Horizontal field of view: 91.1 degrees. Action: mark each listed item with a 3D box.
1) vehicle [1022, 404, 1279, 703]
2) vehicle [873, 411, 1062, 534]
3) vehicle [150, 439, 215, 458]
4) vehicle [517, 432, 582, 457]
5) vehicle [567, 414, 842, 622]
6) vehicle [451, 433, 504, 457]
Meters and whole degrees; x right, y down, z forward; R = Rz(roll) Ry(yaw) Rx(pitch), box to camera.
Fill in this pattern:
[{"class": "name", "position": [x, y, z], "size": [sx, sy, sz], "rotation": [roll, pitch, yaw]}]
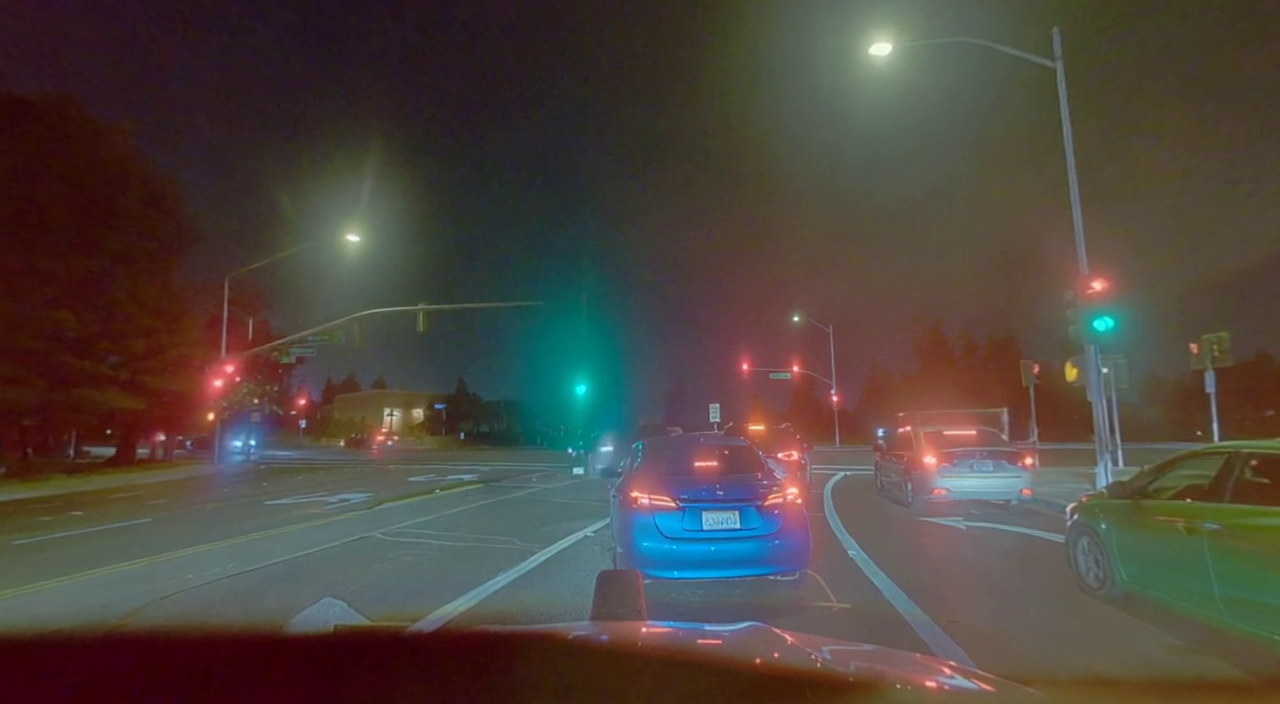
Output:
[{"class": "vehicle", "position": [4.237, 1.059, 3.375], "size": [1.954, 1.508, 4.441], "rotation": [-1, -8, 6]}, {"class": "vehicle", "position": [5.521, 2.048, 11.296], "size": [2.102, 1.717, 4.373], "rotation": [-2, -9, 16]}, {"class": "vehicle", "position": [-35.407, 7.443, 48.630], "size": [1.652, 1.433, 3.733], "rotation": [-7, -11, 40]}, {"class": "vehicle", "position": [-6.013, 6.111, 41.569], "size": [1.932, 1.573, 4.509], "rotation": [8, -12, -44]}, {"class": "vehicle", "position": [0.841, 1.500, 6.696], "size": [2.052, 1.483, 3.928], "rotation": [-2, -8, 12]}, {"class": "vehicle", "position": [-12.506, 7.119, 48.192], "size": [1.972, 1.705, 4.457], "rotation": [8, -11, -44]}]
